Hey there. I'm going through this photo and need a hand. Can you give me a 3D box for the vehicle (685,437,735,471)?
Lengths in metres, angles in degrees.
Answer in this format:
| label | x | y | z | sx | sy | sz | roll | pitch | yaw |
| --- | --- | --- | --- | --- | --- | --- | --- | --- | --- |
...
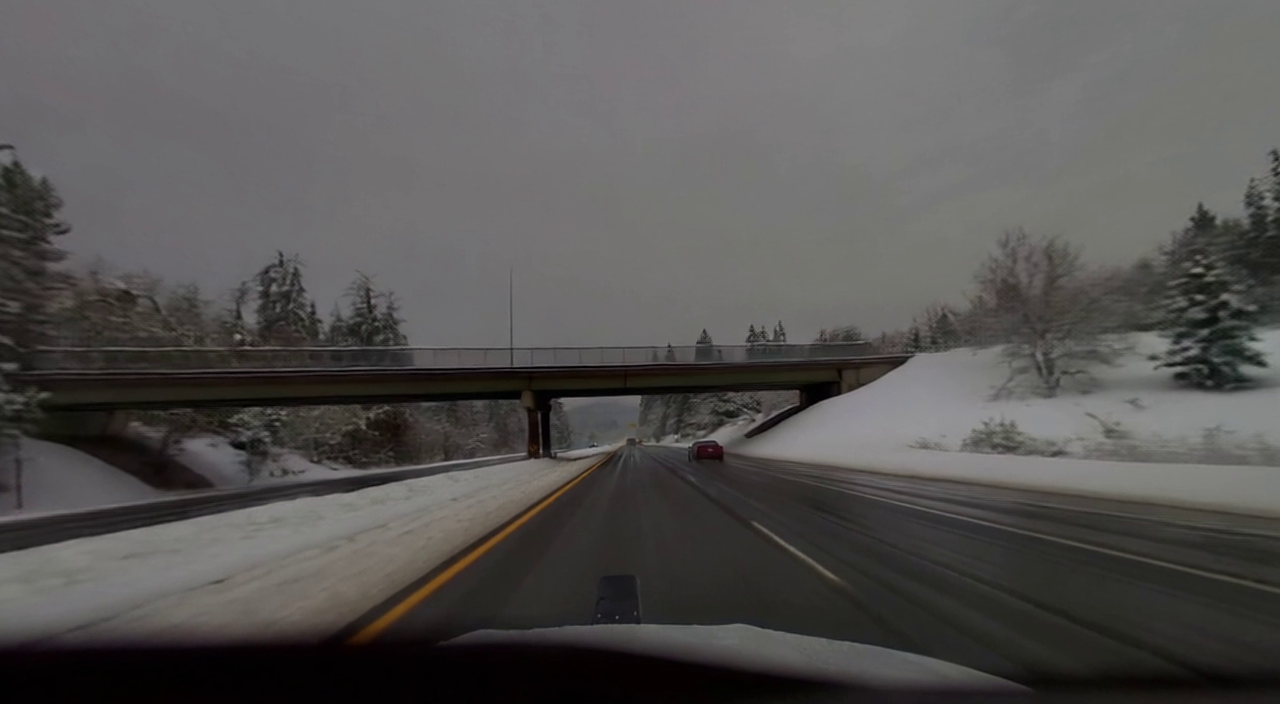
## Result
| label | x | y | z | sx | sy | sz | roll | pitch | yaw |
| --- | --- | --- | --- | --- | --- | --- | --- | --- | --- |
| vehicle | 3.176 | 4.669 | 29.026 | 1.781 | 1.470 | 3.540 | 0 | -8 | -2 |
